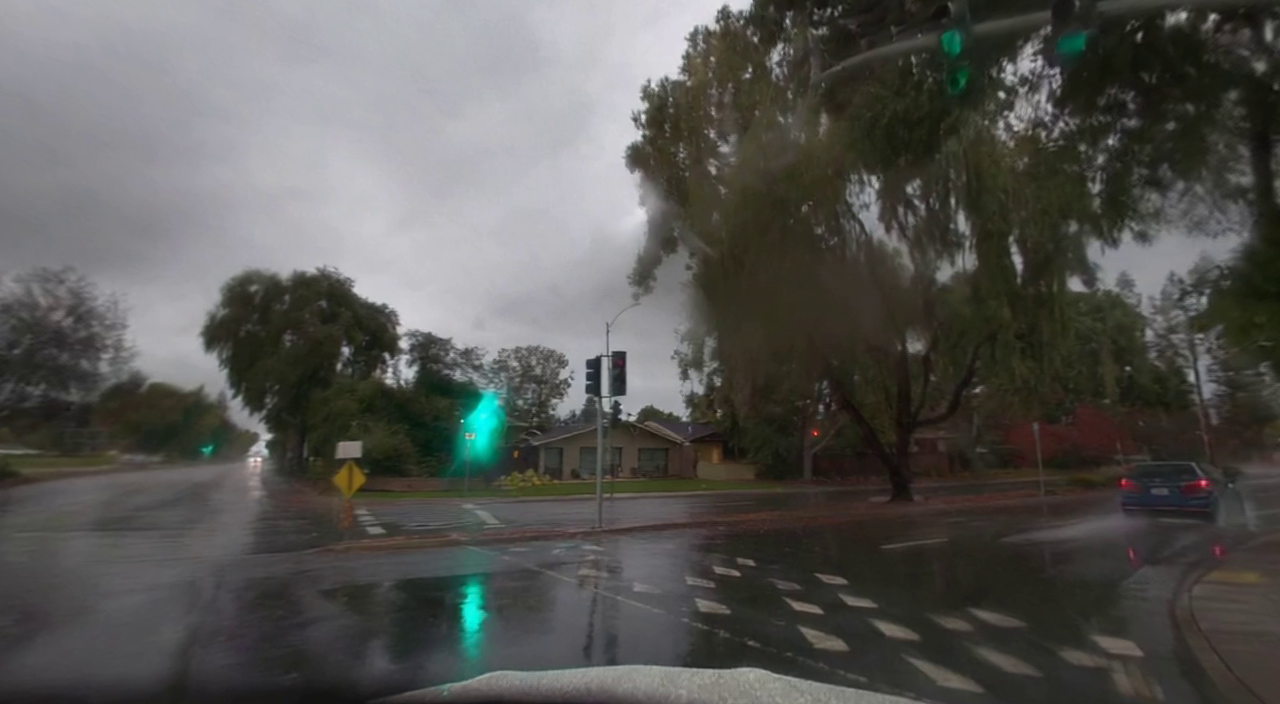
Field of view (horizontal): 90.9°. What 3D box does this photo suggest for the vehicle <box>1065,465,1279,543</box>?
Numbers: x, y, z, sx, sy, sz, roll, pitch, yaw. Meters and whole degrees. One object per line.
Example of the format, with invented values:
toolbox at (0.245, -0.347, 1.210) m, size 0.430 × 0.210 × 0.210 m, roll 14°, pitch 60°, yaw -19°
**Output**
vehicle at (10.940, 2.930, 12.604) m, size 5.282 × 1.250 × 1.972 m, roll 7°, pitch -12°, yaw -32°
